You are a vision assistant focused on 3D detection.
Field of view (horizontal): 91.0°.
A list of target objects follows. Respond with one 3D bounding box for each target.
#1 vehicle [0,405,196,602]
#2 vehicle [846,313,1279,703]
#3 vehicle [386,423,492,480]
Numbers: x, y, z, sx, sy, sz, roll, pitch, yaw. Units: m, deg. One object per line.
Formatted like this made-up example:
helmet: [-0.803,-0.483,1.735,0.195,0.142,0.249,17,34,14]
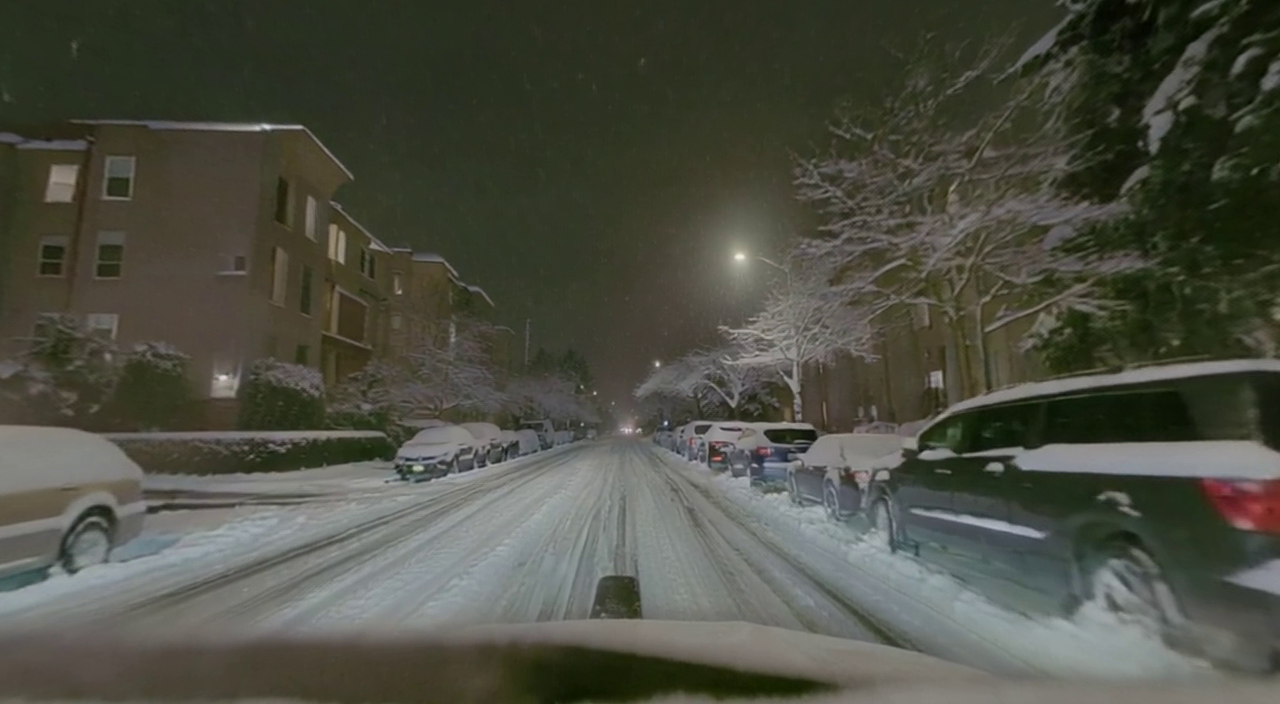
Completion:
vehicle: [-7.070,1.471,5.913,2.235,1.802,5.138,-2,-9,-3]
vehicle: [4.165,1.187,5.749,2.365,1.970,6.011,0,-8,-2]
vehicle: [-7.501,3.832,24.184,2.384,1.781,5.492,-3,-9,-1]
